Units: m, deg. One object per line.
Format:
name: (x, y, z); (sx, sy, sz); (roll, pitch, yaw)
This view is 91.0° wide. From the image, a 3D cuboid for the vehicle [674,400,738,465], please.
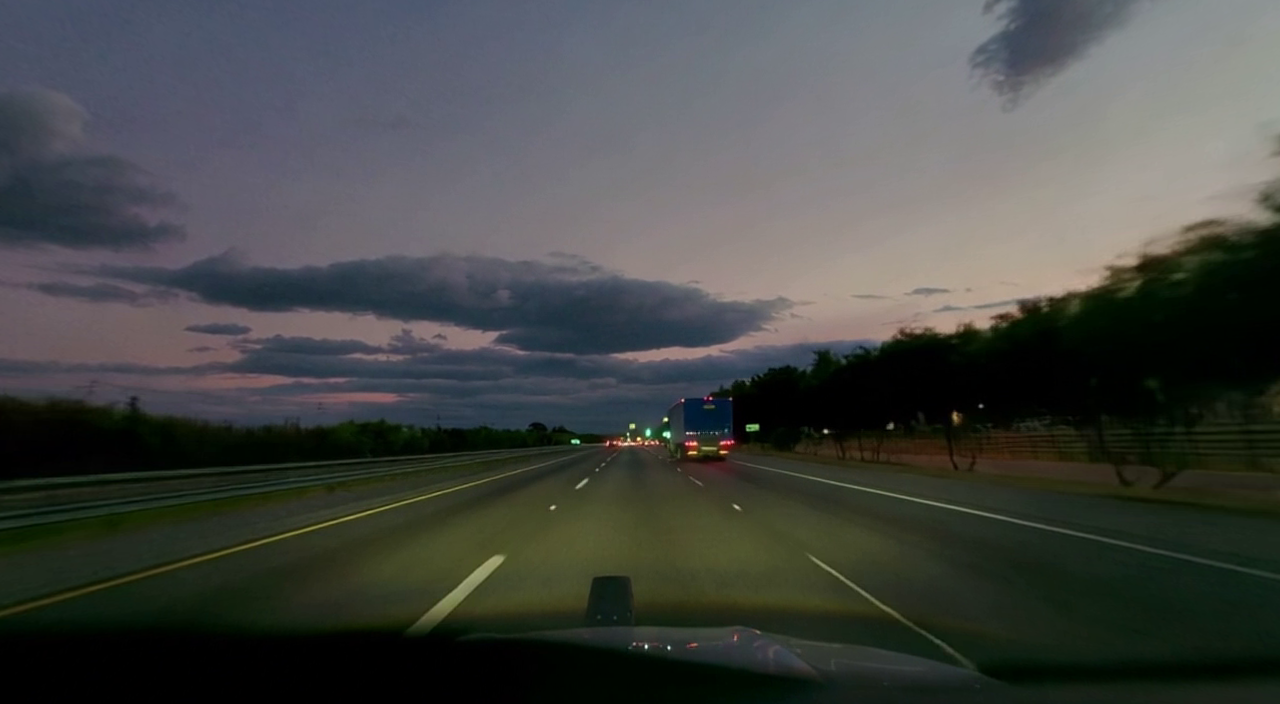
vehicle: (3.672, 4.718, 36.779); (2.766, 3.349, 7.796); (0, -8, -1)
